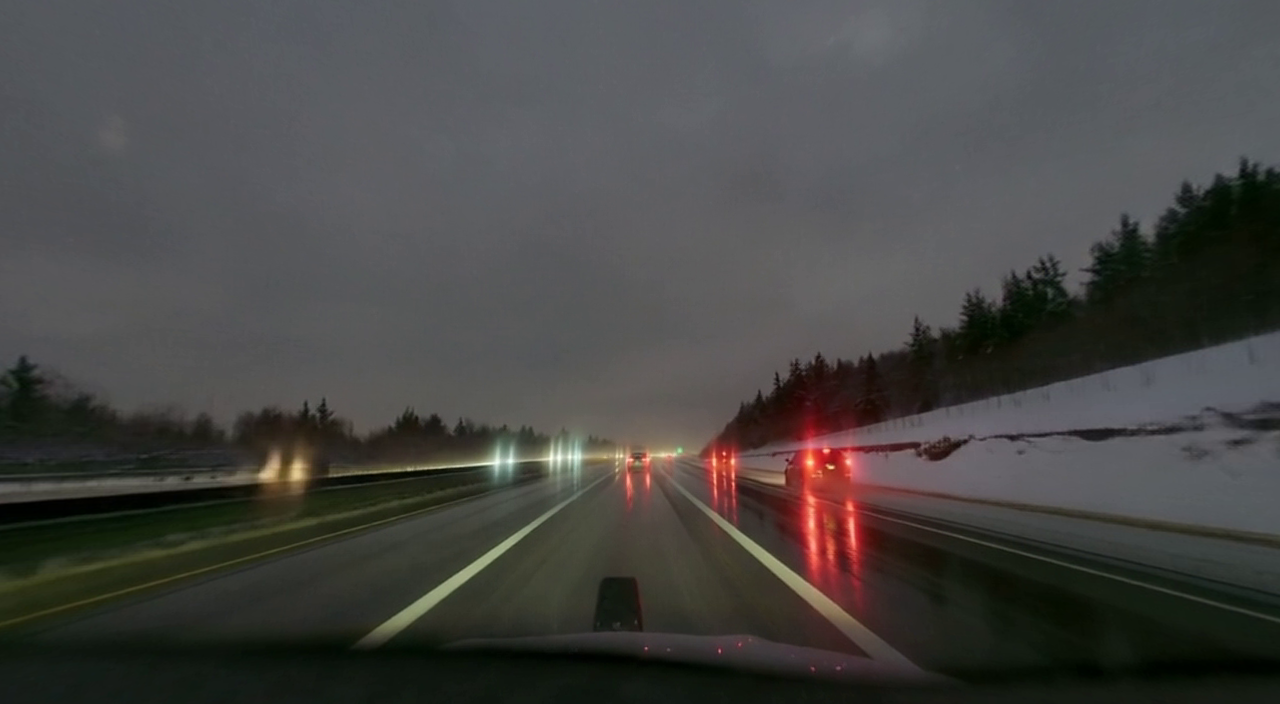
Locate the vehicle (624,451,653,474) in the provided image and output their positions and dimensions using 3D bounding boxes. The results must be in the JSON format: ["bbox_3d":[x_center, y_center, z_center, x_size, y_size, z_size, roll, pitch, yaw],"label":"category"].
[{"bbox_3d":[-0.087,8.094,46.119,2.025,1.526,4.181,0,-9,0],"label":"vehicle"}]

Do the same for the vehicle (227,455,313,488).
[{"bbox_3d":[-18.909,6.104,32.243,1.863,1.490,4.162,-1,-9,1],"label":"vehicle"}]

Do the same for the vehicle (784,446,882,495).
[{"bbox_3d":[6.792,4.201,22.633,2.008,1.533,4.592,0,-9,-1],"label":"vehicle"}]
